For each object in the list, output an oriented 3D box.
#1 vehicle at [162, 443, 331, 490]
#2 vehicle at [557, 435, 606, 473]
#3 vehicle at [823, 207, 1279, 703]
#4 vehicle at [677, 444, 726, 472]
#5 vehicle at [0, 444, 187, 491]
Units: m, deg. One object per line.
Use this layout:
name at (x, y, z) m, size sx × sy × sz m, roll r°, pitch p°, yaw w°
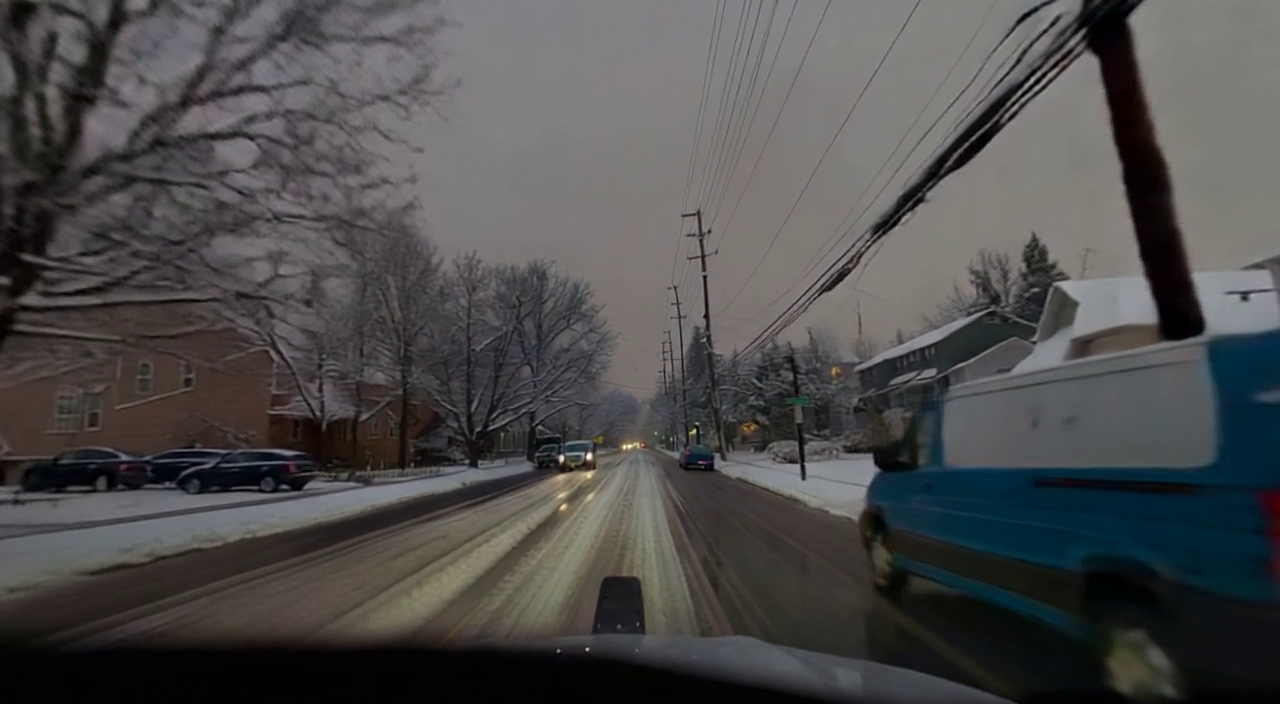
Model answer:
vehicle at (-13.268, 3.878, 21.545) m, size 4.443 × 1.475 × 1.932 m, roll 0°, pitch -9°, yaw -2°
vehicle at (-3.017, 5.423, 33.671) m, size 2.032 × 1.836 × 4.520 m, roll -1°, pitch -9°, yaw 2°
vehicle at (3.030, 0.870, 3.618) m, size 2.311 × 2.069 × 5.156 m, roll 0°, pitch -9°, yaw -1°
vehicle at (3.308, 5.809, 34.958) m, size 1.944 × 1.439 × 4.500 m, roll 0°, pitch -9°, yaw -4°
vehicle at (-18.502, 3.903, 21.500) m, size 4.615 × 1.482 × 2.073 m, roll -1°, pitch -8°, yaw 2°
